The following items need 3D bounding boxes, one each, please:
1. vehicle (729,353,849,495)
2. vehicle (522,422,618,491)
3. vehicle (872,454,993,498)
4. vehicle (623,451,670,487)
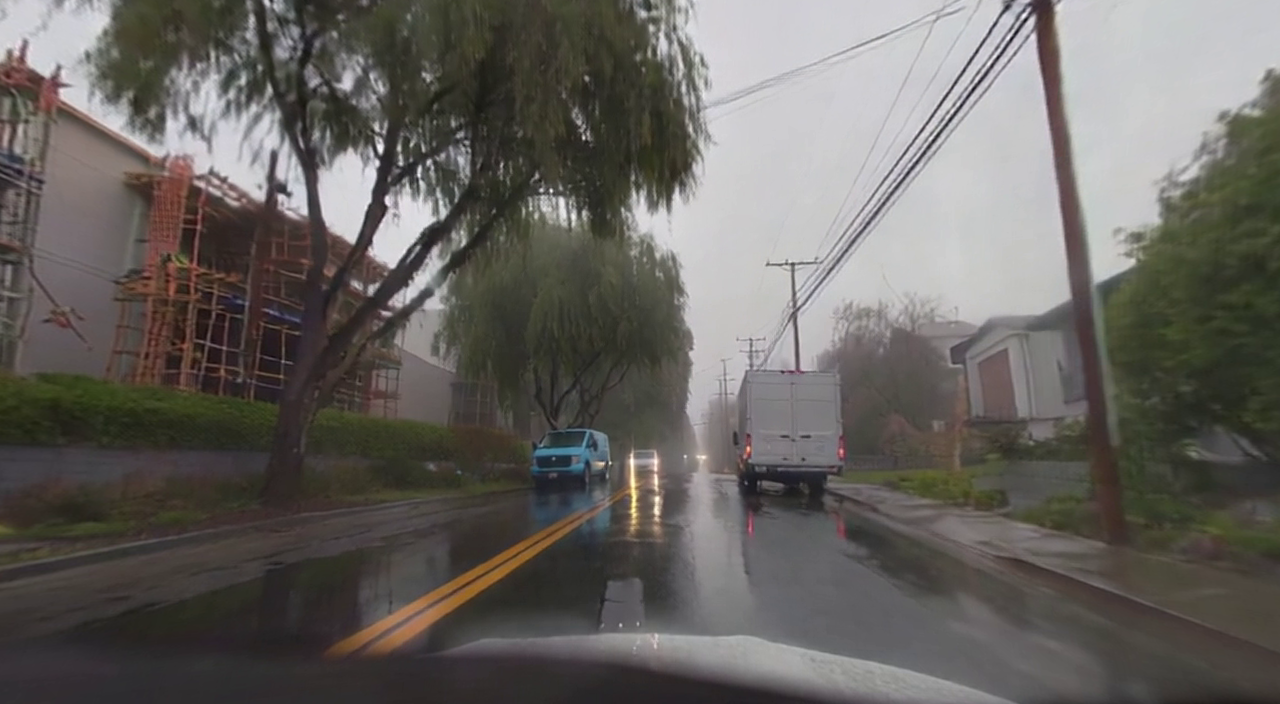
[{"bbox_3d":[4.704,2.816,21.976,2.915,3.793,9.963,0,-11,7],"label":"vehicle"},{"bbox_3d":[-2.254,3.497,21.807,2.171,1.910,4.789,-2,-5,8],"label":"vehicle"},{"bbox_3d":[14.968,6.345,32.524,5.321,1.857,1.976,-1,-3,14],"label":"vehicle"},{"bbox_3d":[0.470,7.047,38.280,2.257,1.916,5.089,-1,-9,7],"label":"vehicle"}]
